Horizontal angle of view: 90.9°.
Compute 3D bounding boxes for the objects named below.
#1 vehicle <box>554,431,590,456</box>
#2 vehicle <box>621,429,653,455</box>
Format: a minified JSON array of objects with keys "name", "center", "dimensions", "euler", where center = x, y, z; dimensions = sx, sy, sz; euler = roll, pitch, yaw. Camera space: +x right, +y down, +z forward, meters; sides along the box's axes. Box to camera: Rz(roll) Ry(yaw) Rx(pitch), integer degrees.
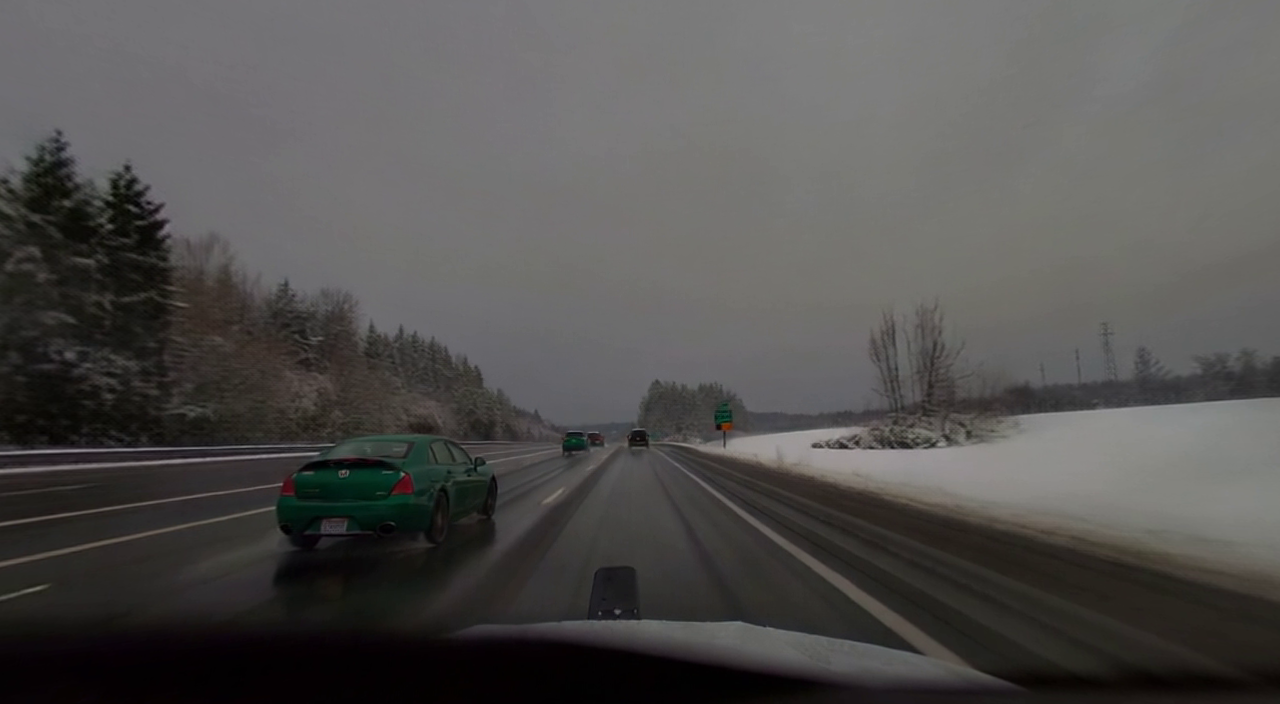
[{"name":"vehicle","center":[-4.546,6.161,42.671],"dimensions":[2.055,1.610,4.116],"euler":[0,-8,0]},{"name":"vehicle","center":[-0.219,6.475,45.517],"dimensions":[2.170,1.790,4.490],"euler":[0,-8,-1]}]
